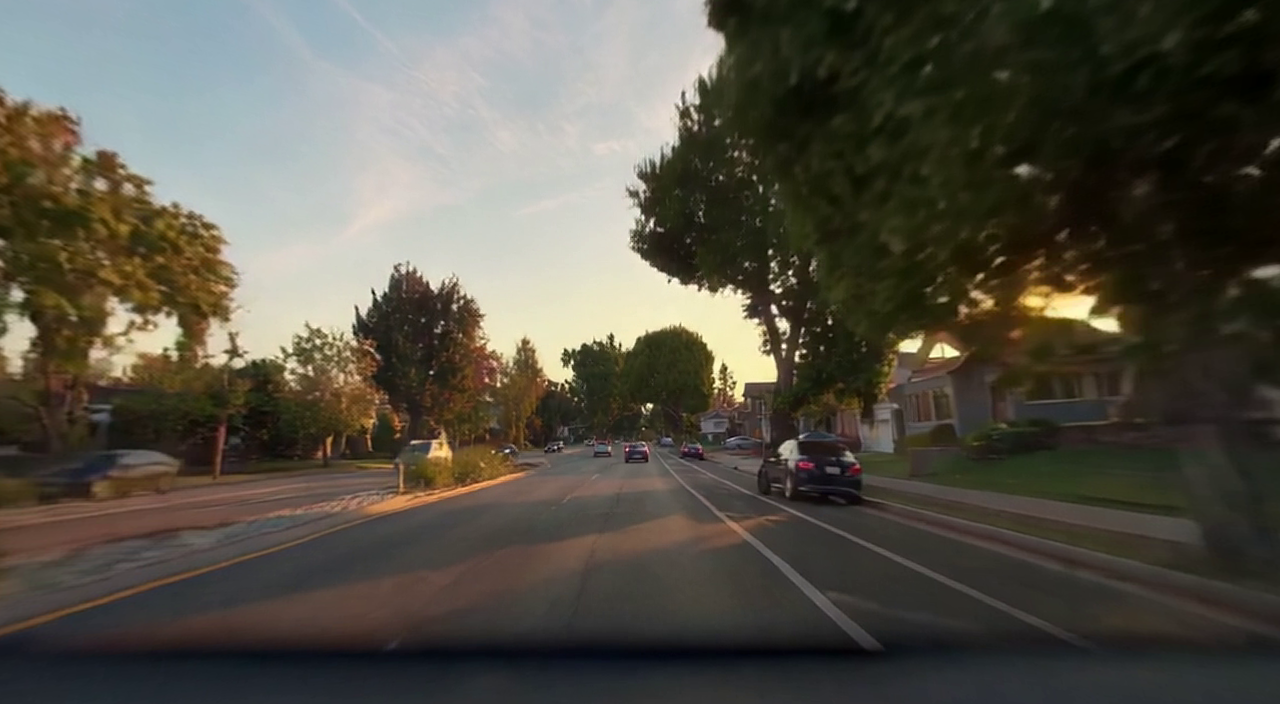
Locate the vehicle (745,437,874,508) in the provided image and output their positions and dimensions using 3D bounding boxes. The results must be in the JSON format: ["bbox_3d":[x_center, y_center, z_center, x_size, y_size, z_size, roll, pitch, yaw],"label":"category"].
[{"bbox_3d":[4.107,2.975,16.093,2.045,1.517,4.394,0,-8,0],"label":"vehicle"}]

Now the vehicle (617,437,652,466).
[{"bbox_3d":[-0.368,6.056,38.395,2.024,1.655,4.301,0,-8,-1],"label":"vehicle"}]

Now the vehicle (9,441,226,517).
[{"bbox_3d":[-14.360,3.448,17.848,2.035,1.683,4.898,-4,-8,0],"label":"vehicle"}]

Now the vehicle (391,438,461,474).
[{"bbox_3d":[-11.058,5.392,32.915,2.007,1.689,4.541,-1,-8,0],"label":"vehicle"}]
